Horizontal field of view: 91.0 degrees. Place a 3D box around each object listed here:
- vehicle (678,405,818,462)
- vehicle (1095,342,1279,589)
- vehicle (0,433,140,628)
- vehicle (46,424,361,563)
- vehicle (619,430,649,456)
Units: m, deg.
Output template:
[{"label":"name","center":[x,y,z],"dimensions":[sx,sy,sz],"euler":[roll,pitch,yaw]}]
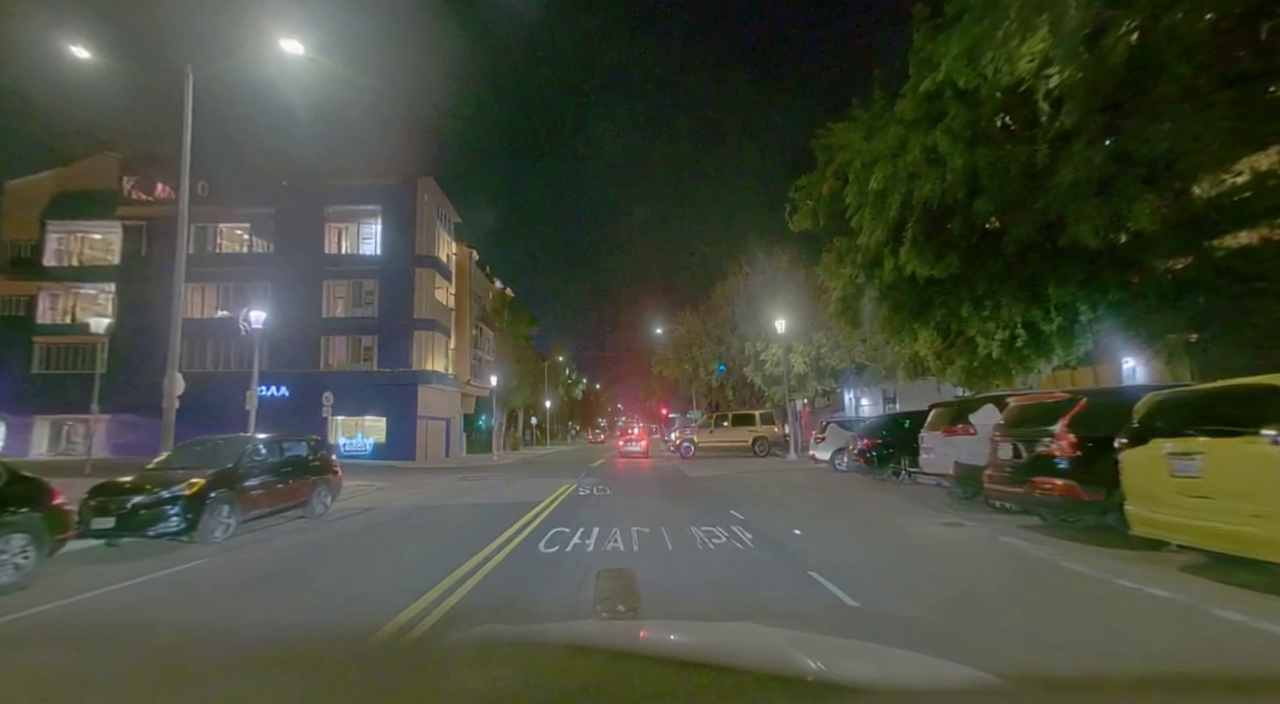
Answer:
[{"label":"vehicle","center":[5.124,3.956,30.356],"dimensions":[6.221,2.498,2.239],"euler":[-5,-9,33]},{"label":"vehicle","center":[6.280,0.785,4.492],"dimensions":[4.475,1.550,2.061],"euler":[0,-8,-2]},{"label":"vehicle","center":[-5.858,1.257,3.951],"dimensions":[1.860,1.496,4.440],"euler":[0,-8,-1]},{"label":"vehicle","center":[-5.988,1.921,9.393],"dimensions":[1.856,1.587,4.042],"euler":[0,-8,-2]},{"label":"vehicle","center":[-0.481,6.948,48.046],"dimensions":[2.152,1.874,4.209],"euler":[0,-8,-1]}]
